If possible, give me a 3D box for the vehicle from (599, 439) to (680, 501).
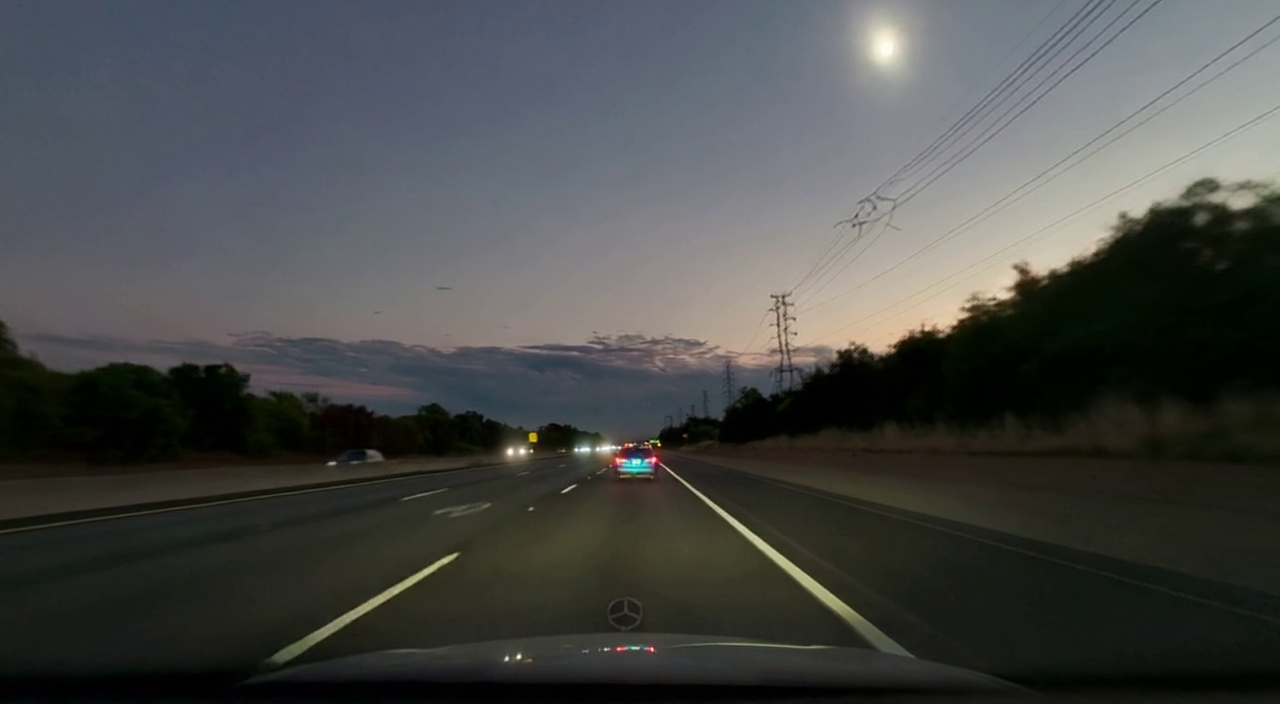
[{"bbox_3d":[-0.048,3.201,17.491,1.966,1.499,4.298,0,-9,-1],"label":"vehicle"}]
